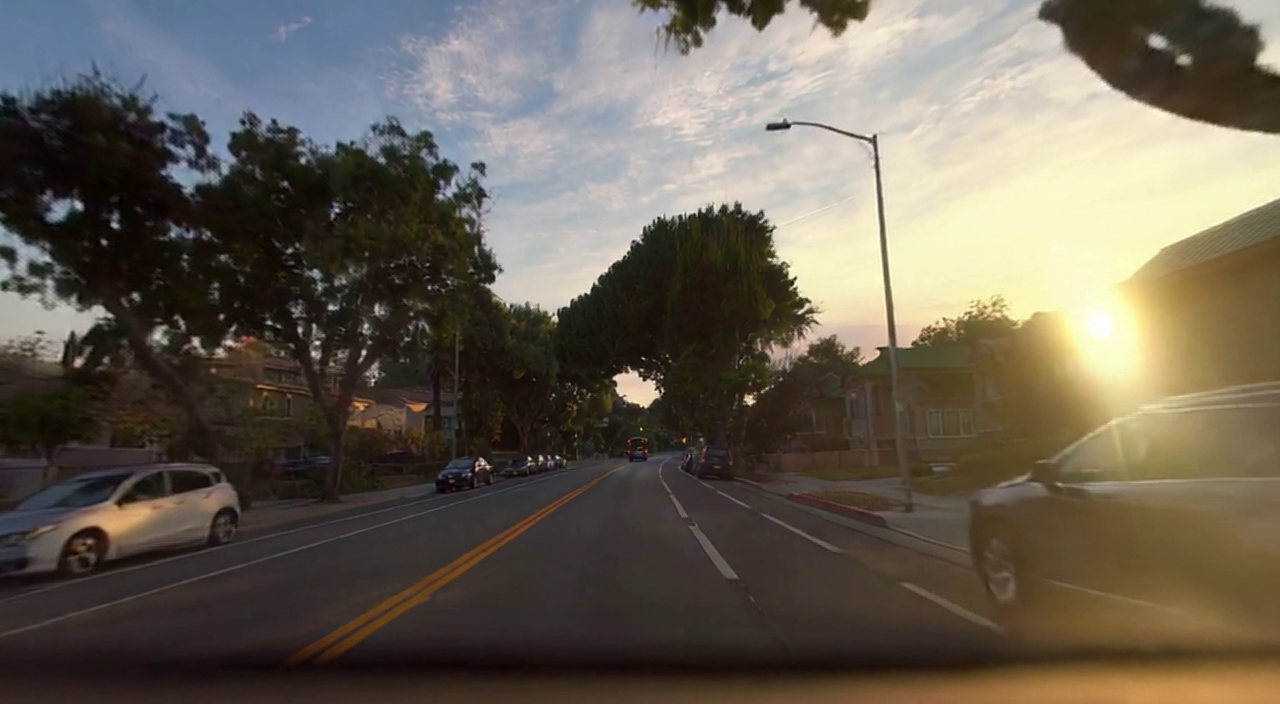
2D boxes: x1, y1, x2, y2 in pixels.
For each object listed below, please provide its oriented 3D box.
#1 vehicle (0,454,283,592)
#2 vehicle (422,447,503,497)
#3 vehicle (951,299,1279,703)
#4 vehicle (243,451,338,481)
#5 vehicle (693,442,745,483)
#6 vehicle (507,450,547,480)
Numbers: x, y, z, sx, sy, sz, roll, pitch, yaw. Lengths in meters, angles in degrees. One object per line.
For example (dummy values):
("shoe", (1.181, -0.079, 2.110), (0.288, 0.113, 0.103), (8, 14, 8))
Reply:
("vehicle", (-8.226, 2.580, 10.341), (1.921, 1.494, 4.884), (-5, -8, 1))
("vehicle", (-8.111, 5.491, 29.429), (2.094, 1.840, 5.450), (-6, -8, 0))
("vehicle", (3.751, 0.912, 3.169), (2.131, 1.995, 4.626), (3, -8, 1))
("vehicle", (-19.962, 6.503, 36.243), (4.197, 1.659, 2.059), (0, -8, 0))
("vehicle", (4.176, 5.929, 34.046), (2.060, 1.833, 4.927), (5, -9, 1))
("vehicle", (-7.843, 7.860, 44.145), (1.898, 1.755, 4.603), (-5, -8, -1))
